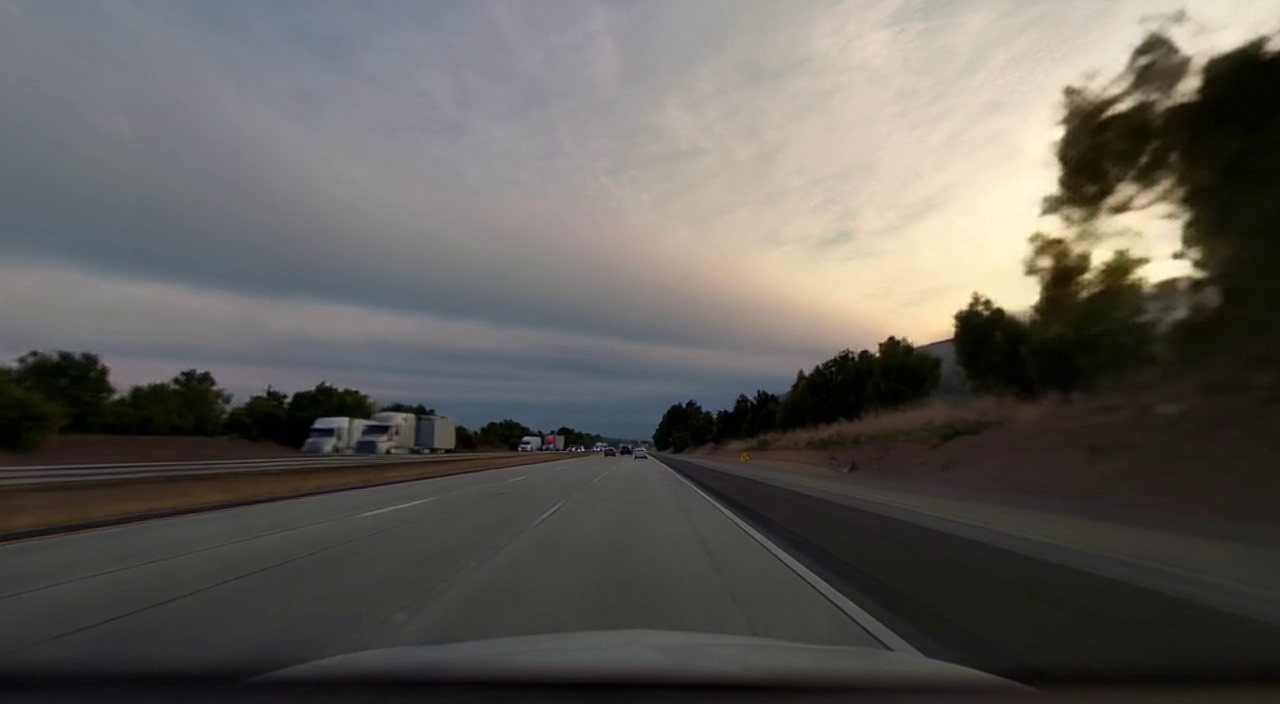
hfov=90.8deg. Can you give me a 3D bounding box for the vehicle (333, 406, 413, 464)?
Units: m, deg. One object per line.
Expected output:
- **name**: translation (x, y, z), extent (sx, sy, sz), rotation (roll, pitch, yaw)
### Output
- **vehicle**: translation (-18.863, 5.962, 44.998), extent (3.001, 3.871, 5.872), rotation (0, -9, 0)
